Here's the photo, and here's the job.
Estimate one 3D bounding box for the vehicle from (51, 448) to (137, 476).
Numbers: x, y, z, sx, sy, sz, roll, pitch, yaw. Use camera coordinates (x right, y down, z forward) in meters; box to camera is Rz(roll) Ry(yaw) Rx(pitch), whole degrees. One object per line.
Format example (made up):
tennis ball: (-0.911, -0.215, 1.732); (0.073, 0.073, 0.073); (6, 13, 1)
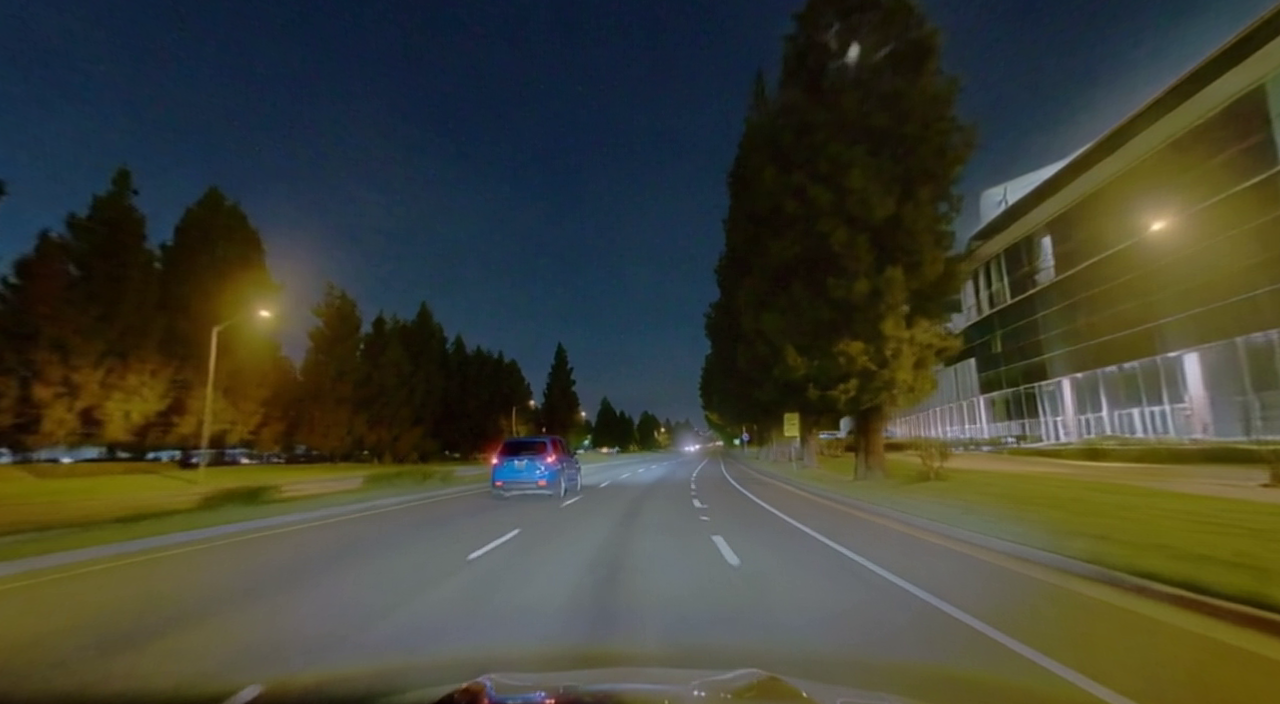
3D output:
vehicle: (-42.846, 8.619, 49.670); (4.782, 2.077, 2.264); (-1, -9, 5)

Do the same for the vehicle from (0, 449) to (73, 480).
vehicle: (-43.058, 7.838, 44.080); (5.067, 2.065, 2.236); (-2, -9, 8)

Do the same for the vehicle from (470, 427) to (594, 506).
vehicle: (-2.560, 2.872, 16.196); (2.121, 1.724, 4.392); (-1, -9, 4)
